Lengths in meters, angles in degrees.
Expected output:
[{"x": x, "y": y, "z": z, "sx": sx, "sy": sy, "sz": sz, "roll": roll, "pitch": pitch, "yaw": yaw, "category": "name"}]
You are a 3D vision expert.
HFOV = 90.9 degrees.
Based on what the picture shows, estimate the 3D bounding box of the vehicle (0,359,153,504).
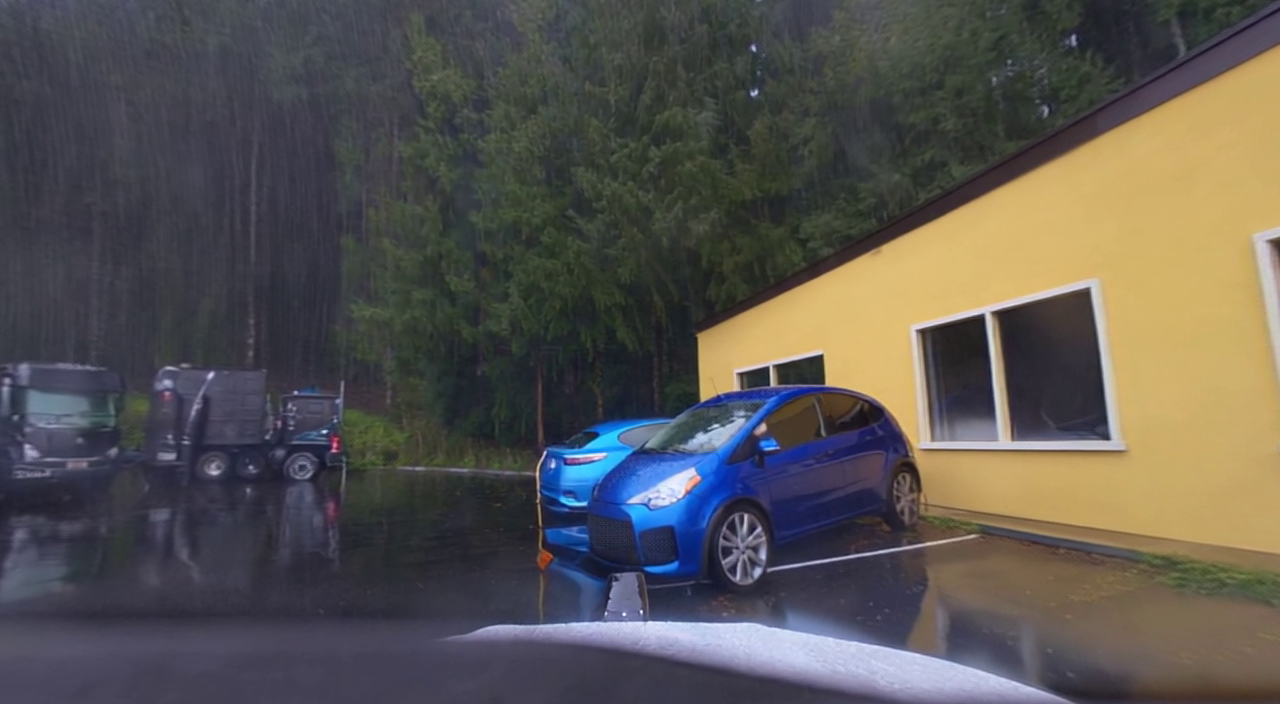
[{"x": -21.009, "y": 2.782, "z": 21.229, "sx": 11.512, "sy": 3.871, "sz": 3.038, "roll": -6, "pitch": -10, "yaw": 31, "category": "vehicle"}]

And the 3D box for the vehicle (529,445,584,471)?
[{"x": -5.206, "y": 6.669, "z": 39.820, "sx": 1.809, "sy": 1.506, "sz": 3.473, "roll": -5, "pitch": -10, "yaw": 26, "category": "vehicle"}]

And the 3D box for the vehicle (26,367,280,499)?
[{"x": -18.682, "y": 3.162, "z": 23.788, "sx": 11.906, "sy": 4.069, "sz": 2.948, "roll": -5, "pitch": -10, "yaw": 30, "category": "vehicle"}]
